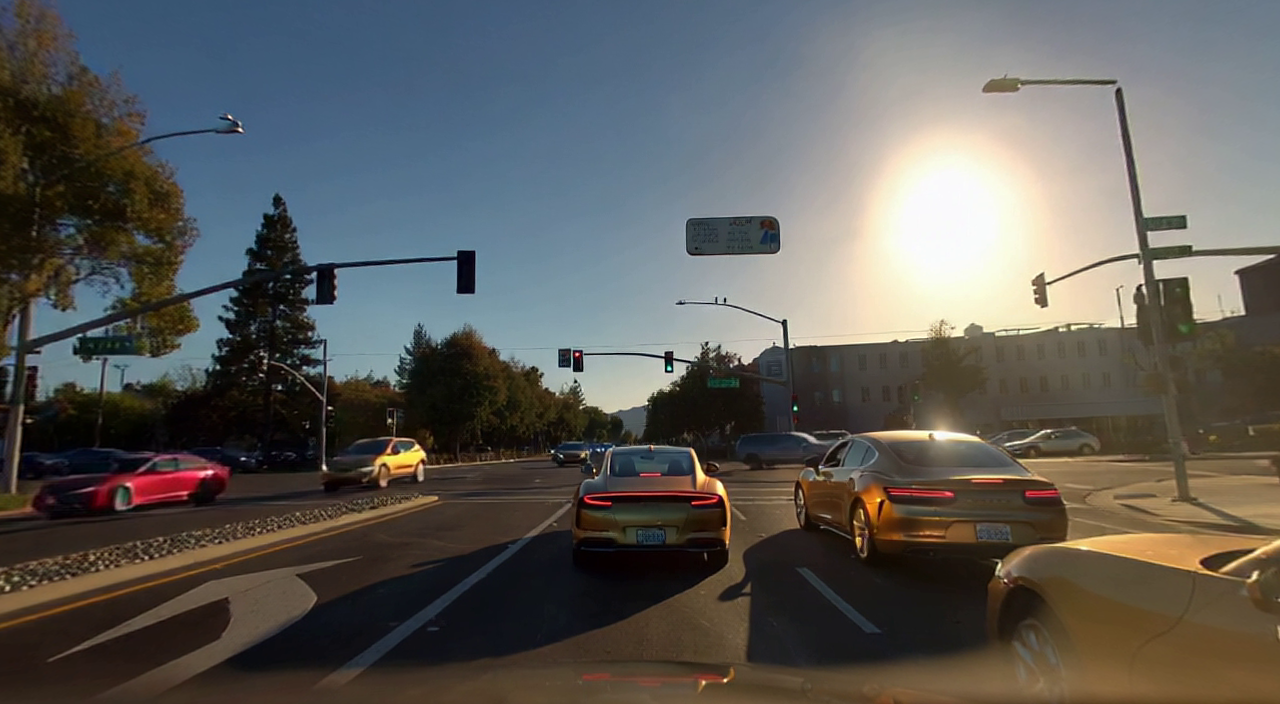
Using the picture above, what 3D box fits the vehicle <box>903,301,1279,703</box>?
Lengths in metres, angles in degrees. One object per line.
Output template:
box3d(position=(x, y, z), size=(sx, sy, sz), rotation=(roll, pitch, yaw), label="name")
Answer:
box3d(position=(3.108, 0.803, 2.532), size=(2.143, 1.759, 4.531), rotation=(0, -8, 0), label="vehicle")

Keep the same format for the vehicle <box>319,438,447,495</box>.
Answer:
box3d(position=(-8.288, 3.714, 20.921), size=(2.091, 1.651, 4.870), rotation=(0, -8, 1), label="vehicle")

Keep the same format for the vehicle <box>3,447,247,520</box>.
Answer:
box3d(position=(-11.974, 3.039, 15.194), size=(2.053, 1.436, 4.494), rotation=(0, -8, 0), label="vehicle")

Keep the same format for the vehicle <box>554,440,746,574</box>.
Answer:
box3d(position=(0.121, 1.869, 8.395), size=(1.945, 1.343, 3.827), rotation=(0, -8, 1), label="vehicle")
